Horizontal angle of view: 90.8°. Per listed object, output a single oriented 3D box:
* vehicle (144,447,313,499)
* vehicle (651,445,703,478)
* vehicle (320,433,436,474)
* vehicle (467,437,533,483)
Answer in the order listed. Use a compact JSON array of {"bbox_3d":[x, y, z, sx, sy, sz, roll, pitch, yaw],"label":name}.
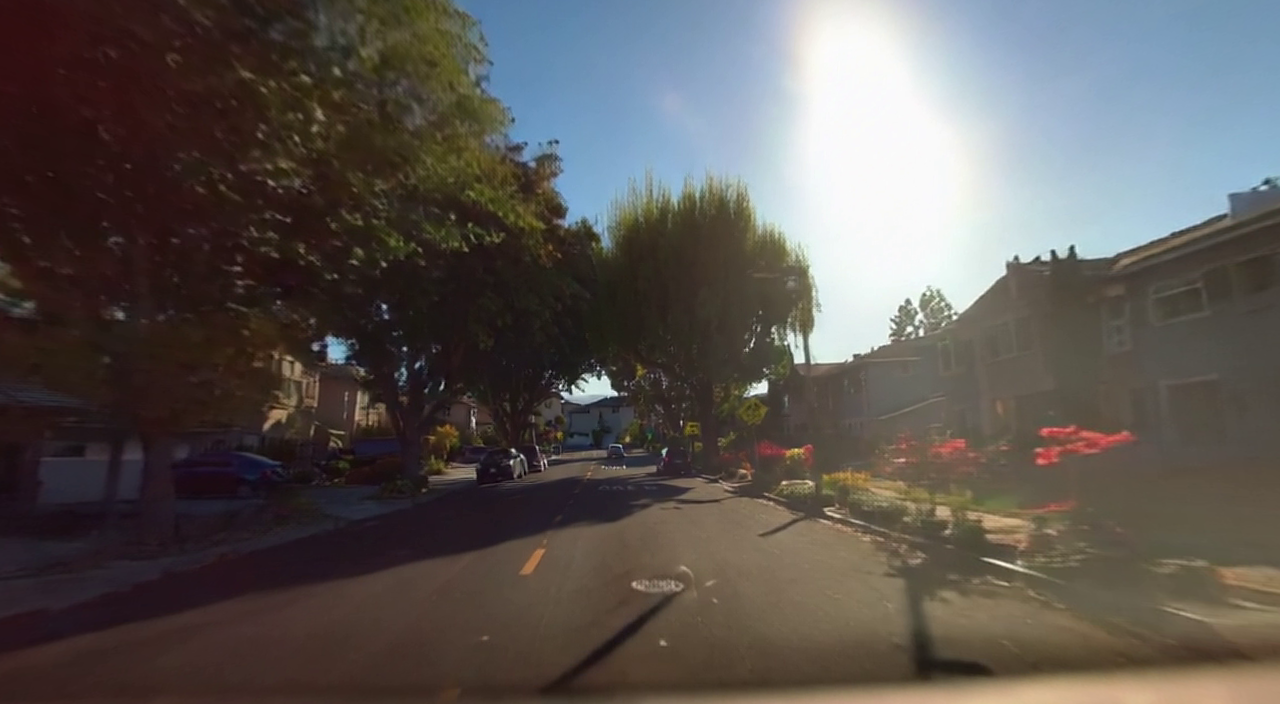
[{"bbox_3d":[-12.868,3.776,19.984,3.989,1.485,1.814,0,-8,-4],"label":"vehicle"},{"bbox_3d":[1.787,5.465,31.873,2.047,1.532,4.350,0,-8,-4],"label":"vehicle"},{"bbox_3d":[-14.074,5.468,34.193,5.234,2.076,2.197,0,-8,-1],"label":"vehicle"},{"bbox_3d":[-6.592,5.151,30.289,2.155,1.907,5.100,-2,-9,-2],"label":"vehicle"}]
